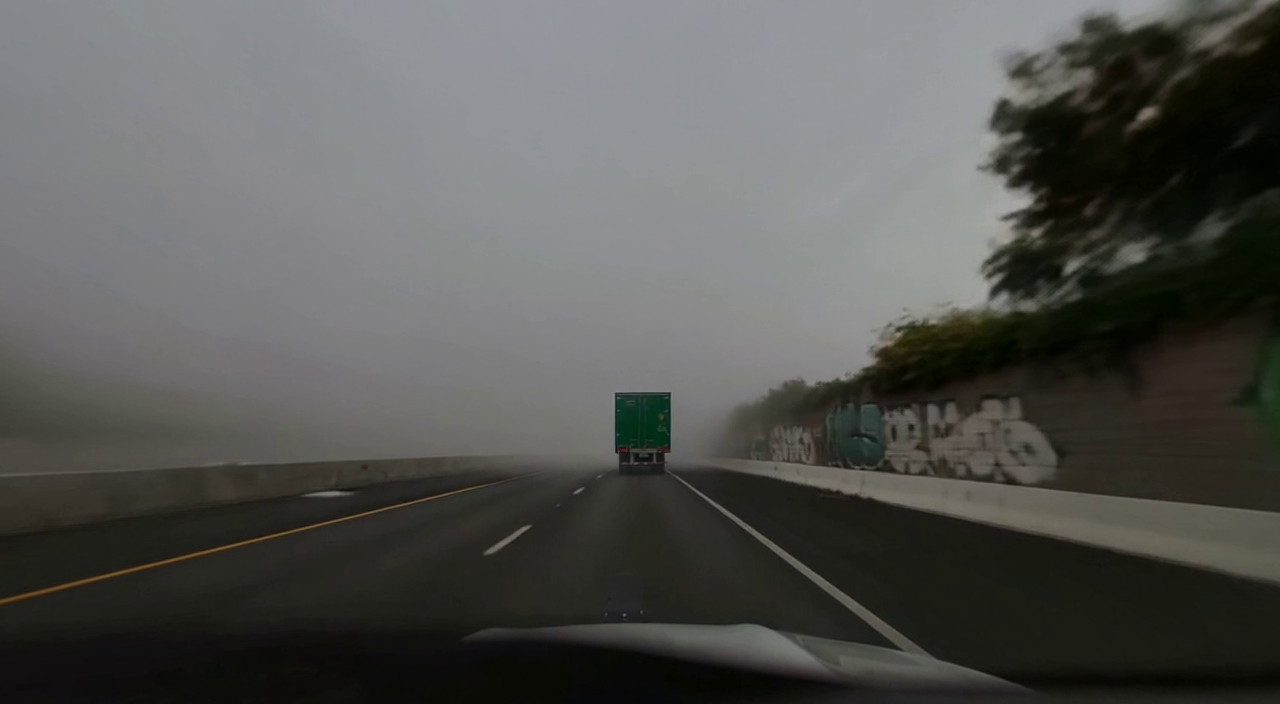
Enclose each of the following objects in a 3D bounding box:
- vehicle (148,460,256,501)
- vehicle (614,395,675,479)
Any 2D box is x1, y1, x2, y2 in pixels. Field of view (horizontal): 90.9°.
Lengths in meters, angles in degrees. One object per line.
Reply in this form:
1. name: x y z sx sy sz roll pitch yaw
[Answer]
1. vehicle: -17.148 5.001 24.874 1.725 1.422 3.480 0 -9 0
2. vehicle: 0.124 4.826 35.040 2.900 3.955 10.151 0 -9 -1
